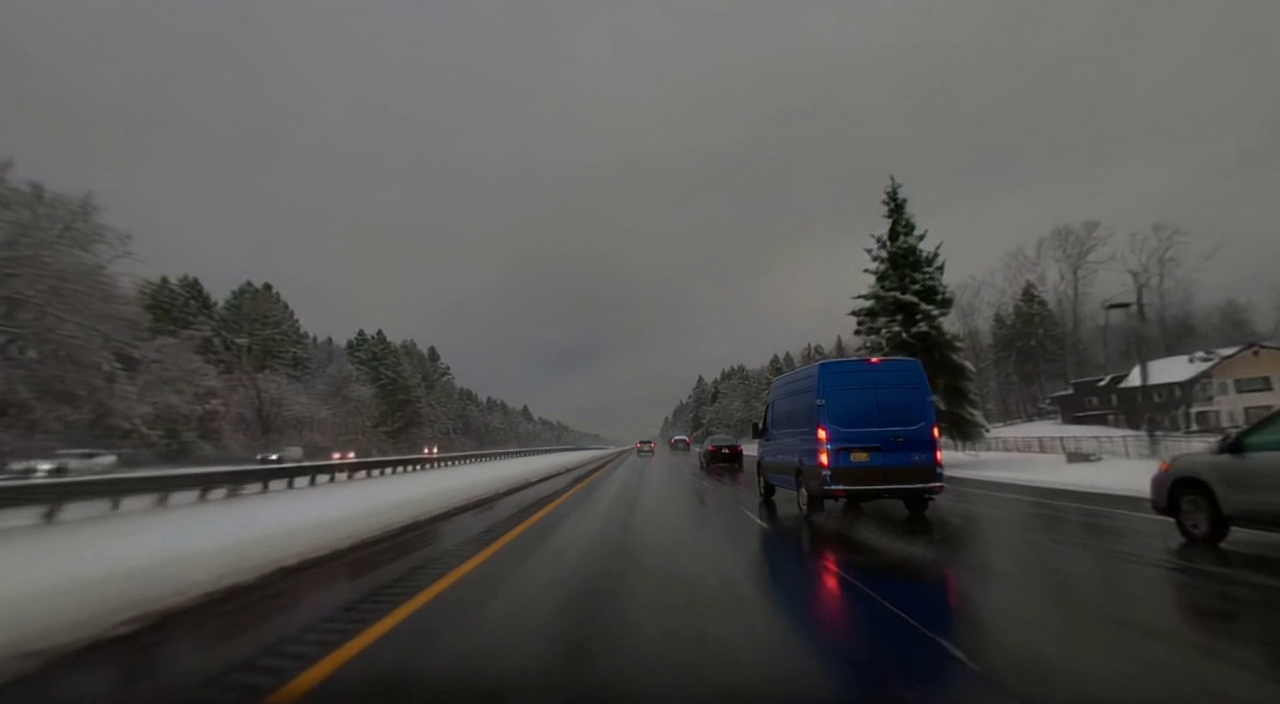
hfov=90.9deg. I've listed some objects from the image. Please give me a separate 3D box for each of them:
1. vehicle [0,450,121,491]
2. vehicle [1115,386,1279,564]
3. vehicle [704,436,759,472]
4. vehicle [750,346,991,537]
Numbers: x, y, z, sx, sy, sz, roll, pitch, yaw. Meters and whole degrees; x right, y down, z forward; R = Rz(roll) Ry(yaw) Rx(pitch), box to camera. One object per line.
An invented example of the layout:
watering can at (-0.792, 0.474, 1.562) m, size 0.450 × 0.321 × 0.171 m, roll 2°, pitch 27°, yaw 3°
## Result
vehicle at (-23.966, 4.774, 25.798) m, size 1.899 × 1.508 × 4.073 m, roll 0°, pitch -8°, yaw 1°
vehicle at (8.002, 1.316, 6.735) m, size 2.212 × 1.902 × 4.654 m, roll 0°, pitch -8°, yaw 1°
vehicle at (4.465, 5.039, 31.341) m, size 2.034 × 1.651 × 4.342 m, roll 0°, pitch -8°, yaw 0°
vehicle at (3.743, 1.671, 11.855) m, size 2.302 × 2.670 × 5.912 m, roll 0°, pitch -8°, yaw 1°
